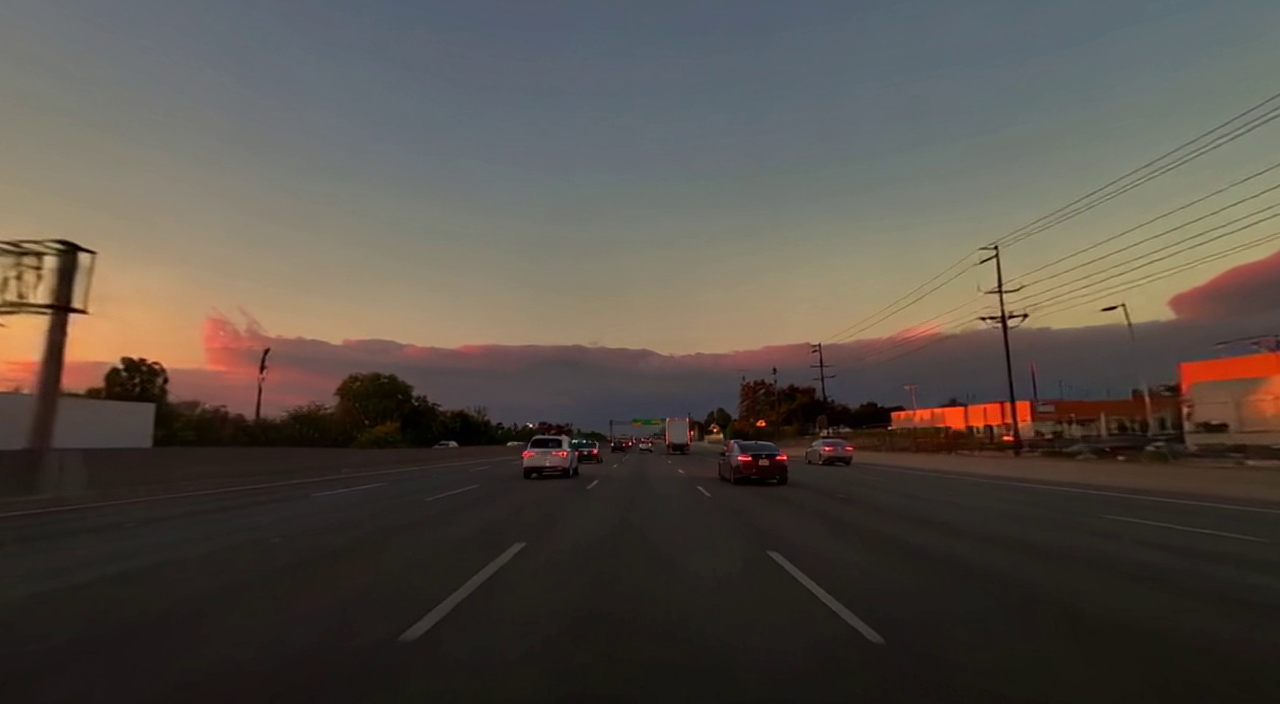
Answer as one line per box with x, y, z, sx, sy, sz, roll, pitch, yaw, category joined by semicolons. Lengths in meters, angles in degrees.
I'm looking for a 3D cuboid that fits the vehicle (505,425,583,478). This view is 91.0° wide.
-3.522;3.789;24.099;2.130;1.799;4.583;0;-9;2;vehicle

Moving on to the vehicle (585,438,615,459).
-2.991;7.313;47.731;1.929;1.521;4.097;0;-9;1;vehicle

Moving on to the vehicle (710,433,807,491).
3.343;3.210;18.720;1.980;1.501;4.433;0;-9;-1;vehicle

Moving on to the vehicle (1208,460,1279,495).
29.998;5.960;29.938;3.852;1.550;1.978;-1;-9;4;vehicle

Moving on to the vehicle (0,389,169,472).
-31.773;3.987;31.639;2.916;3.883;16.277;0;-9;3;vehicle

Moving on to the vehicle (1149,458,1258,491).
29.349;6.377;32.894;3.800;1.507;1.789;-3;-10;3;vehicle

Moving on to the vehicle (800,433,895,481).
7.377;3.777;22.845;2.075;1.587;3.947;0;-9;-1;vehicle
